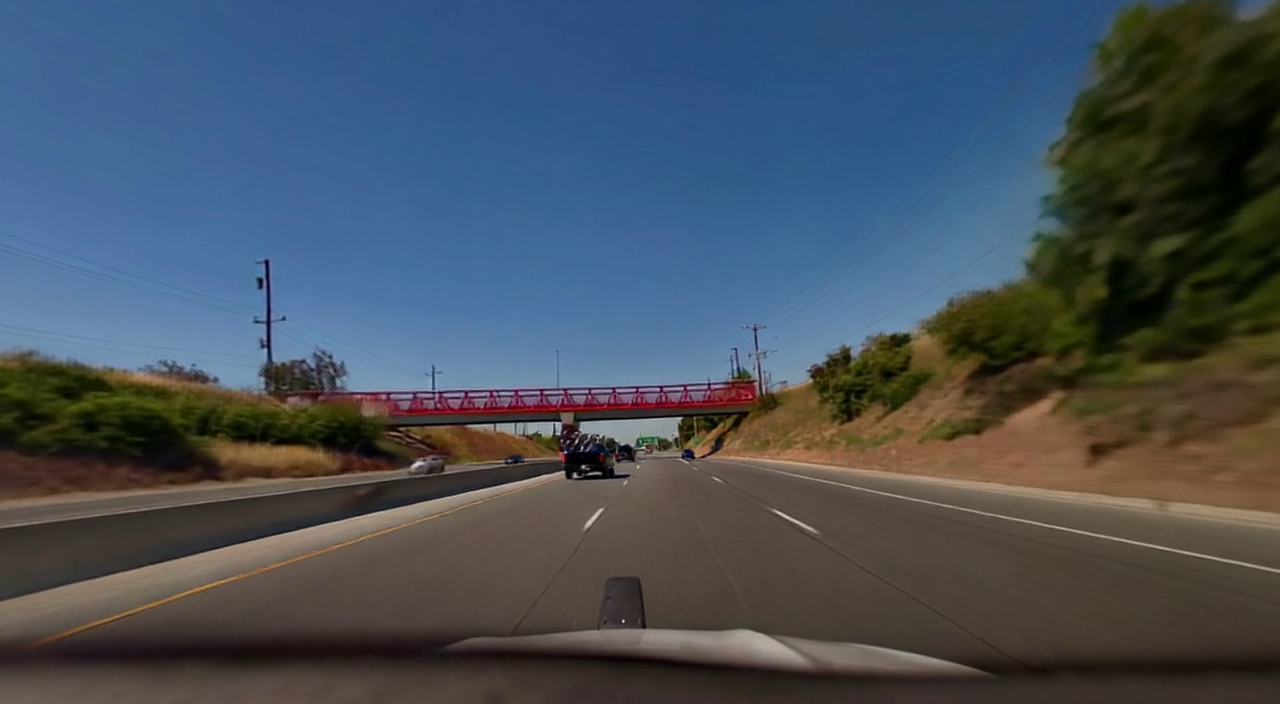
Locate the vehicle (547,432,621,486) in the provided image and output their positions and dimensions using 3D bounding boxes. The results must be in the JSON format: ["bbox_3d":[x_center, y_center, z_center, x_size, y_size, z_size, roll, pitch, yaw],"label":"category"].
[{"bbox_3d":[-2.108,4.293,25.523,2.369,1.948,5.343,0,-9,2],"label":"vehicle"}]
